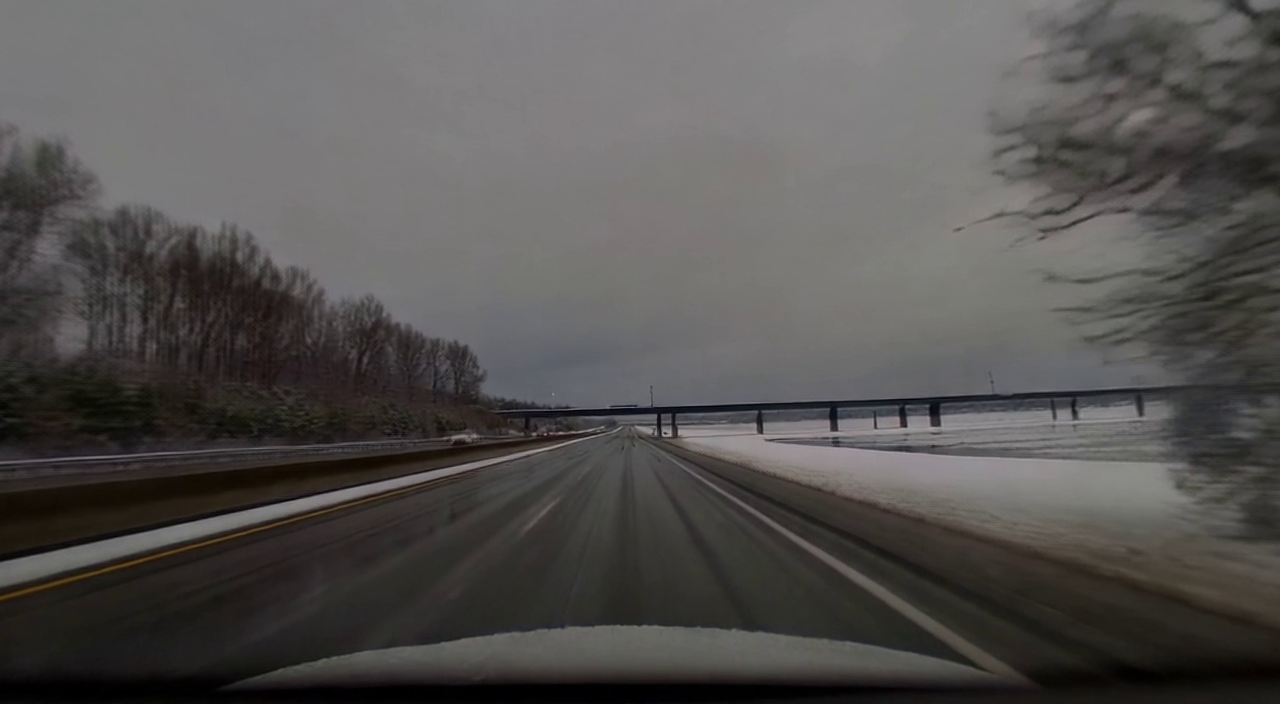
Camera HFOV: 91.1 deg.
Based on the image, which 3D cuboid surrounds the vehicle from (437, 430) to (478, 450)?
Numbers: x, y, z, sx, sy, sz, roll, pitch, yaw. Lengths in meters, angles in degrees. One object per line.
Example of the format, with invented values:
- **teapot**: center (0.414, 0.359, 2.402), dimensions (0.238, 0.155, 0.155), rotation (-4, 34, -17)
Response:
- **vehicle**: center (-14.356, 6.936, 49.719), dimensions (1.892, 1.508, 4.530), rotation (0, -8, 0)
